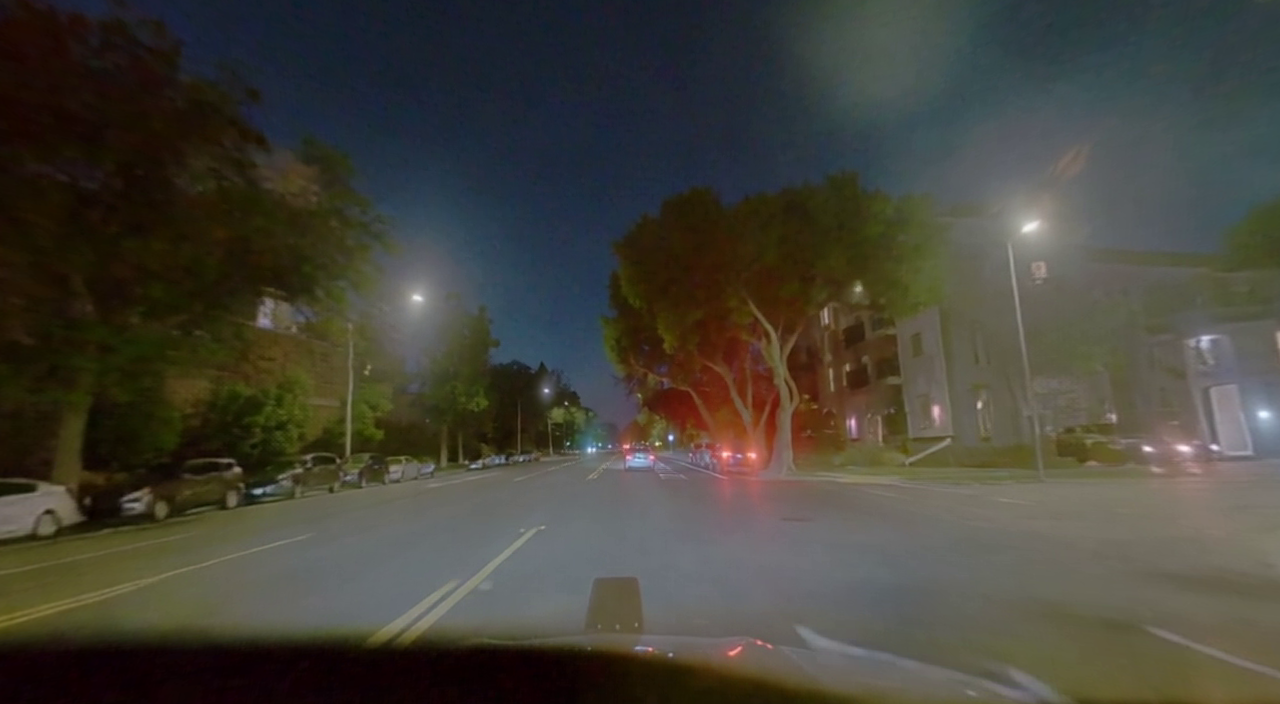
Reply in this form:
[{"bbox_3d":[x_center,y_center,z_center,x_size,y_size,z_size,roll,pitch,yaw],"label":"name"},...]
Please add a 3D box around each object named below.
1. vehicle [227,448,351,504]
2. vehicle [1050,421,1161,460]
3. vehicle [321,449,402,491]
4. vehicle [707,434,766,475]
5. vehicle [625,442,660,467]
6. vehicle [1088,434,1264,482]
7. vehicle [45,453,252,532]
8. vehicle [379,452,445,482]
[{"bbox_3d":[-12.673,4.458,23.280,1.904,1.805,5.100,0,-9,-4],"label":"vehicle"},{"bbox_3d":[23.508,4.528,32.208,1.990,1.816,4.755,0,-9,0],"label":"vehicle"},{"bbox_3d":[-12.790,5.396,29.344,1.917,1.739,4.461,0,-9,-3],"label":"vehicle"},{"bbox_3d":[5.055,5.409,33.771,2.195,2.000,4.789,1,-8,-3],"label":"vehicle"},{"bbox_3d":[0.105,6.309,39.065,2.022,1.471,3.973,0,-9,-2],"label":"vehicle"},{"bbox_3d":[18.463,3.663,21.930,4.240,1.560,1.929,0,-9,2],"label":"vehicle"},{"bbox_3d":[-12.734,3.604,16.849,1.938,1.738,4.516,0,-9,-2],"label":"vehicle"},{"bbox_3d":[-12.649,6.400,35.363,1.835,1.488,4.696,0,-9,1],"label":"vehicle"}]
